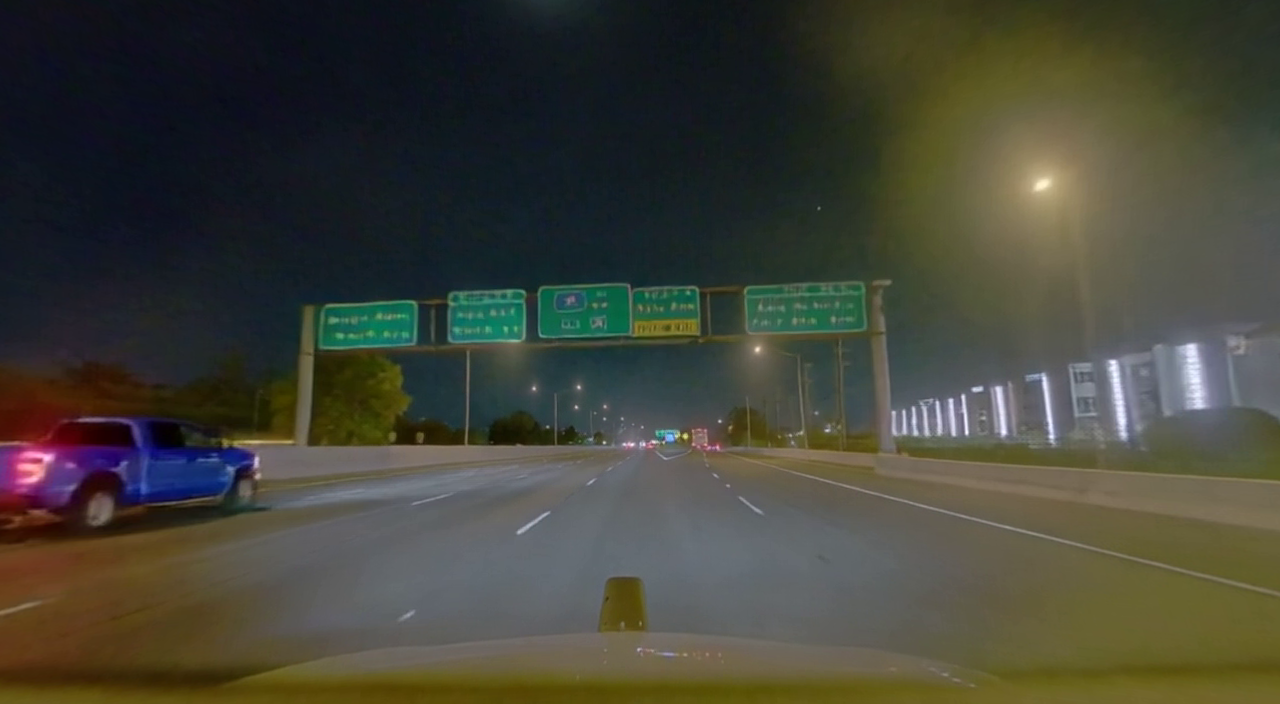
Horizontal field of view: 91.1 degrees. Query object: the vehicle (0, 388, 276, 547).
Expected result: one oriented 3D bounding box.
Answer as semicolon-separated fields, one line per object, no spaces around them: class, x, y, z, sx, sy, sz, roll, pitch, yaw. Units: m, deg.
vehicle;-10.131;2.064;11.903;2.667;2.213;6.081;0;-8;1
